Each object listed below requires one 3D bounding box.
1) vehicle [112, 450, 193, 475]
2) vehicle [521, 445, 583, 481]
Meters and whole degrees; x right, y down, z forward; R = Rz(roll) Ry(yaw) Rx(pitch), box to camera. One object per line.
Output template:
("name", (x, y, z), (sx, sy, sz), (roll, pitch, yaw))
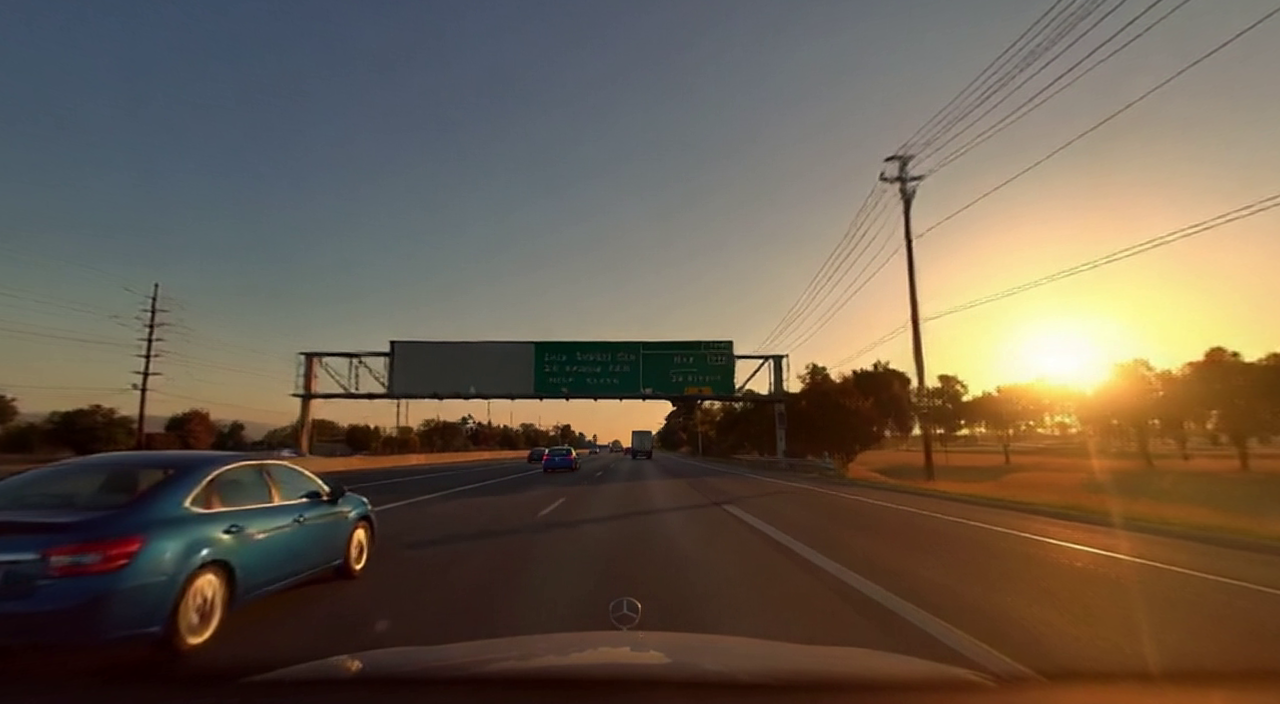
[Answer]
("vehicle", (-36.071, 8.158, 46.800), (1.982, 1.779, 4.941), (0, -9, 1))
("vehicle", (-3.904, 4.992, 28.609), (2.104, 1.501, 4.459), (0, -9, 1))
